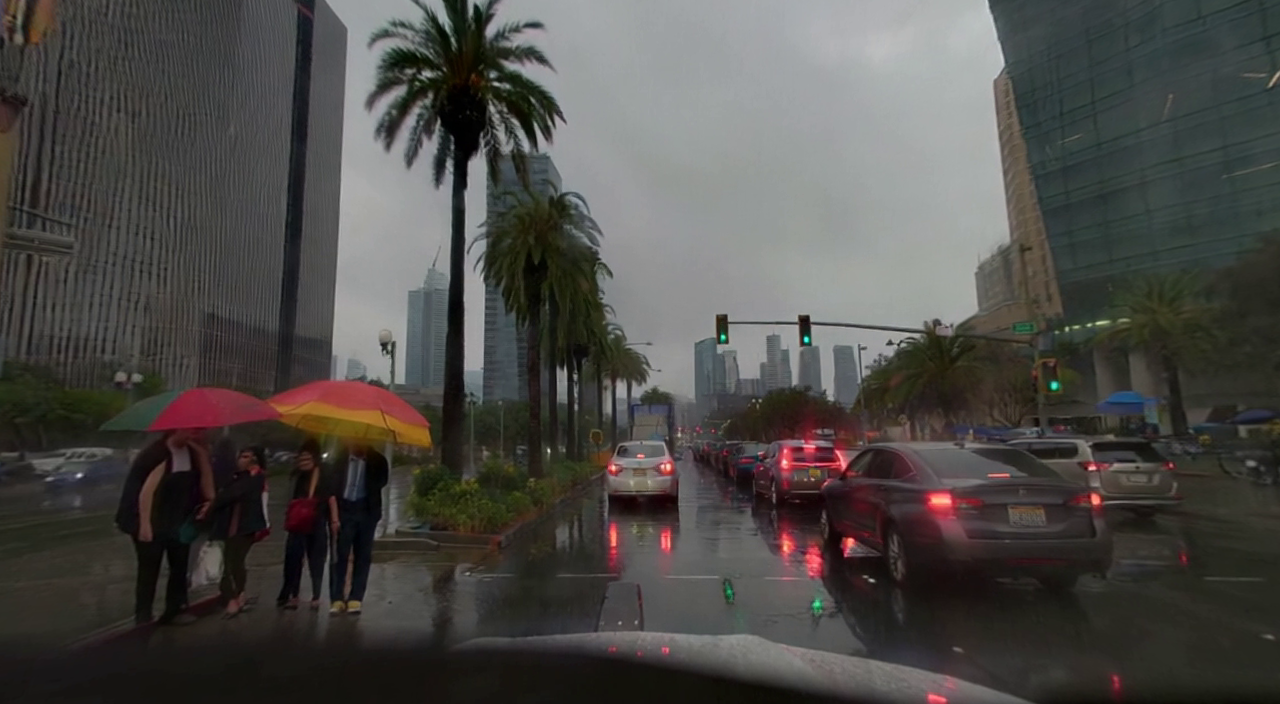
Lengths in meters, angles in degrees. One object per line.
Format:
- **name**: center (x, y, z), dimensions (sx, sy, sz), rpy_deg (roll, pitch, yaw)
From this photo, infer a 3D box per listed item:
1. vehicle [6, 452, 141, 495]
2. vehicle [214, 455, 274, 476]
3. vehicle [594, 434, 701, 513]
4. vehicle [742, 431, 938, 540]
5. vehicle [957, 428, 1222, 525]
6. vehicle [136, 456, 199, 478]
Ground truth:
- **vehicle**: center (-26.701, 5.712, 29.951), dimensions (2.105, 1.793, 4.812), rpy_deg (0, -9, -4)
- **vehicle**: center (-30.862, 8.809, 49.173), dimensions (1.829, 1.483, 4.745), rpy_deg (0, -9, -3)
- **vehicle**: center (0.178, 2.612, 13.986), dimensions (2.048, 1.503, 3.681), rpy_deg (0, -9, 1)
- **vehicle**: center (3.100, 2.168, 10.879), dimensions (1.913, 1.469, 4.425), rpy_deg (0, -9, 0)
- **vehicle**: center (8.175, 2.280, 12.080), dimensions (1.859, 1.508, 4.259), rpy_deg (0, -9, -1)
- **vehicle**: center (-36.856, 8.972, 49.194), dimensions (1.700, 1.527, 4.445), rpy_deg (1, -9, -4)
